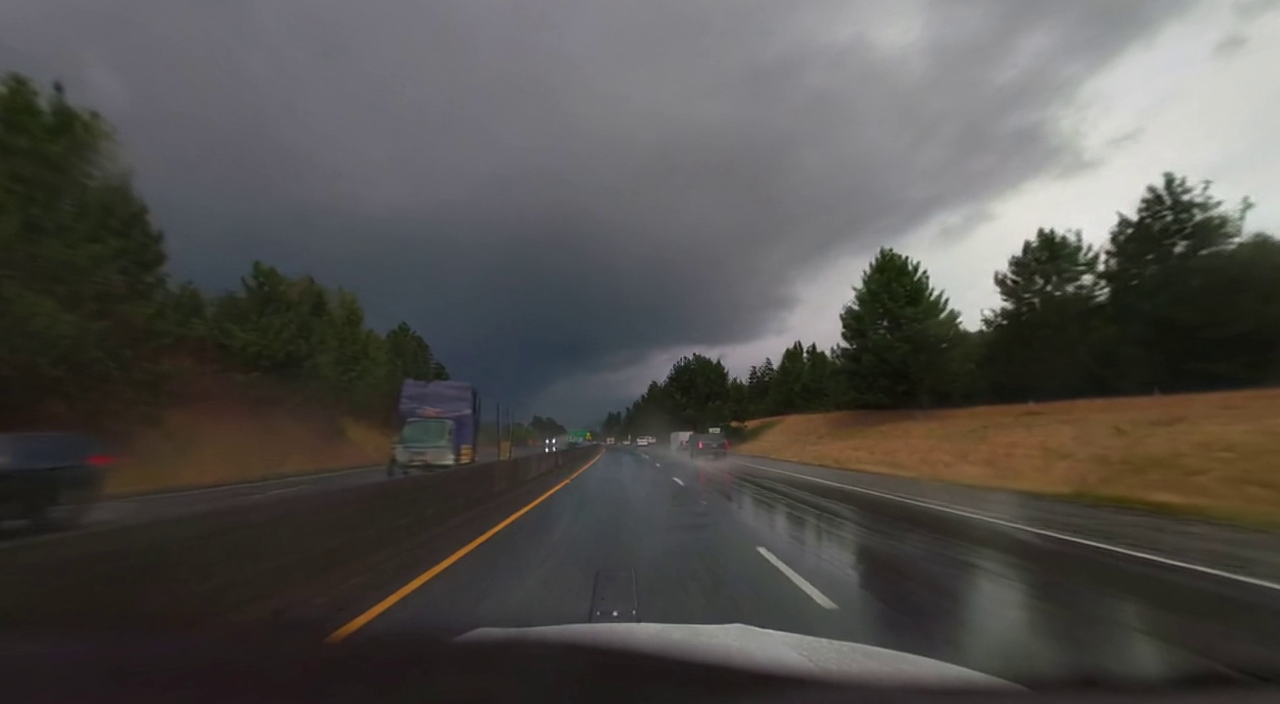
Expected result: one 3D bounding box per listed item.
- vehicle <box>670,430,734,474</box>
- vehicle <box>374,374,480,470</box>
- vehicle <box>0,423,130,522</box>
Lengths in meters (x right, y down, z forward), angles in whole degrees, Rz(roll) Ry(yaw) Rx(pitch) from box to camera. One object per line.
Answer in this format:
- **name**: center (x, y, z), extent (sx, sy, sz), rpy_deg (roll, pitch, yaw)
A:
- **vehicle**: center (2.515, 4.162, 26.396), extent (2.043, 1.673, 4.016), rpy_deg (0, -8, -3)
- **vehicle**: center (-9.406, 3.236, 28.545), extent (3.005, 3.886, 5.711), rpy_deg (0, -8, -3)
- **vehicle**: center (-11.663, 2.199, 11.768), extent (1.738, 1.644, 2.951), rpy_deg (0, -8, -2)
